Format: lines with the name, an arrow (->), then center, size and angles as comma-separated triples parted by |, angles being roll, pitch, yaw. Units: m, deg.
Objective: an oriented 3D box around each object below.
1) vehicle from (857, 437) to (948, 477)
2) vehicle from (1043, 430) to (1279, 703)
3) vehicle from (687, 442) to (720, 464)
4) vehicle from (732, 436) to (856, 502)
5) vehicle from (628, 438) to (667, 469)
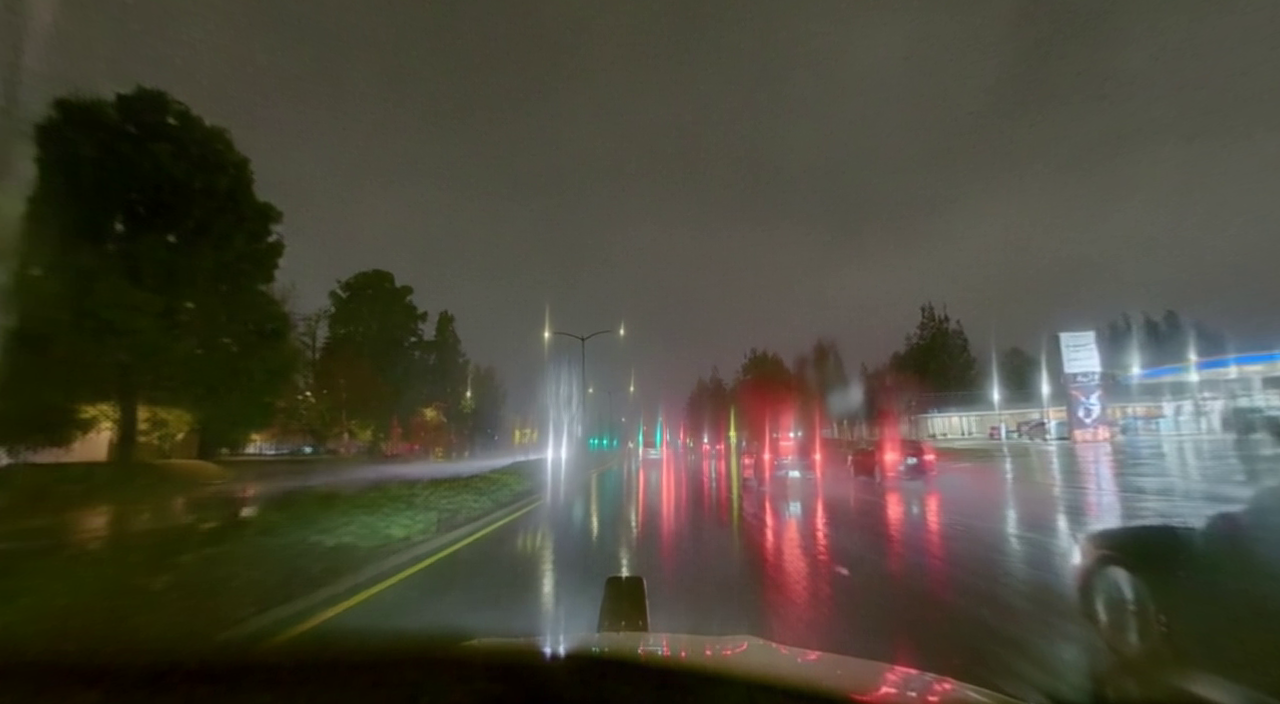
vehicle -> 10.715, 4.302, 25.986 | 1.906, 1.488, 4.251 | 0, -9, 0
vehicle -> 3.775, 0.940, 2.019 | 1.944, 1.404, 4.597 | 0, -9, 1
vehicle -> 4.565, 7.353, 45.932 | 1.980, 1.515, 4.362 | 0, -9, 0
vehicle -> 3.896, 3.057, 16.886 | 2.119, 1.509, 4.756 | 0, -9, 0
vehicle -> 0.454, 6.043, 37.513 | 2.172, 1.694, 4.055 | 0, -9, 1
